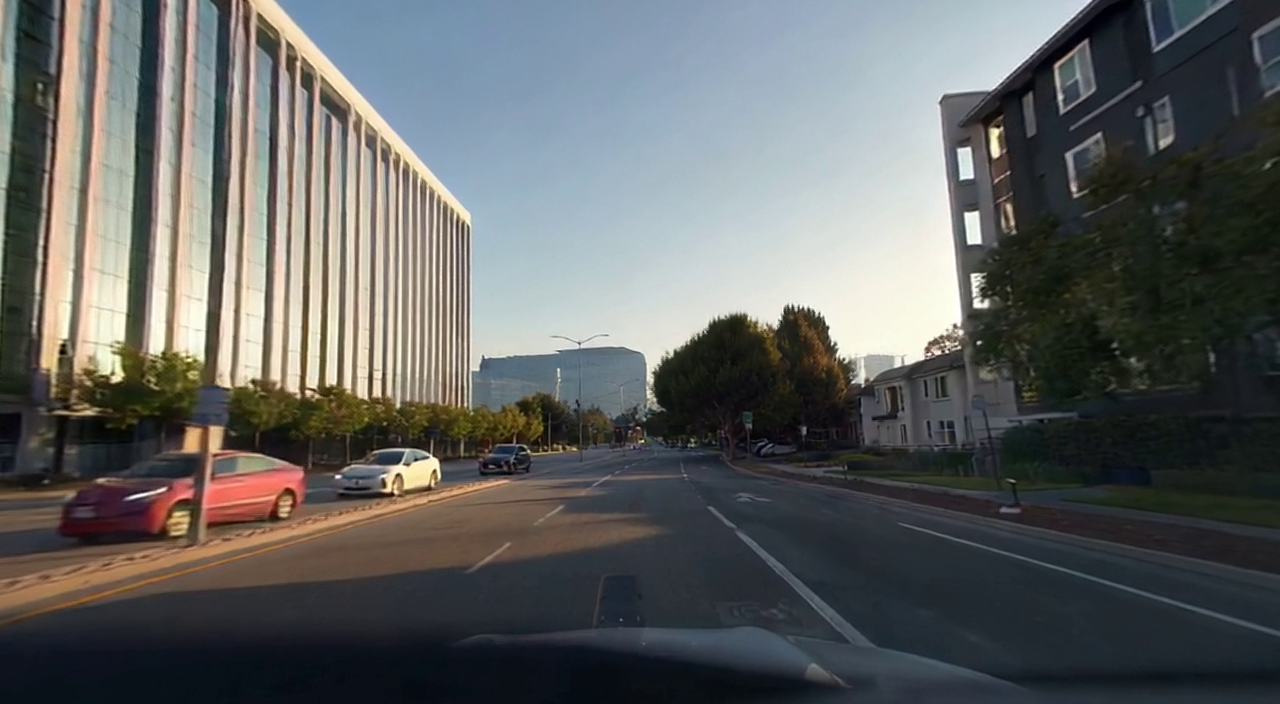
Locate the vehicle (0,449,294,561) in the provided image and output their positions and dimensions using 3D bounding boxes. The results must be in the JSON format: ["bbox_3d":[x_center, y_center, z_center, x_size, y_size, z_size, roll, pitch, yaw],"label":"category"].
[{"bbox_3d":[-8.257,2.429,10.906,1.845,1.456,4.616,0,-8,1],"label":"vehicle"}]

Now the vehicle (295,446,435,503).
[{"bbox_3d":[-8.089,3.608,19.196,1.983,1.486,4.707,0,-8,2],"label":"vehicle"}]

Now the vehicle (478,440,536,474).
[{"bbox_3d":[-7.333,5.819,35.217,1.988,1.755,4.568,0,-8,3],"label":"vehicle"}]
